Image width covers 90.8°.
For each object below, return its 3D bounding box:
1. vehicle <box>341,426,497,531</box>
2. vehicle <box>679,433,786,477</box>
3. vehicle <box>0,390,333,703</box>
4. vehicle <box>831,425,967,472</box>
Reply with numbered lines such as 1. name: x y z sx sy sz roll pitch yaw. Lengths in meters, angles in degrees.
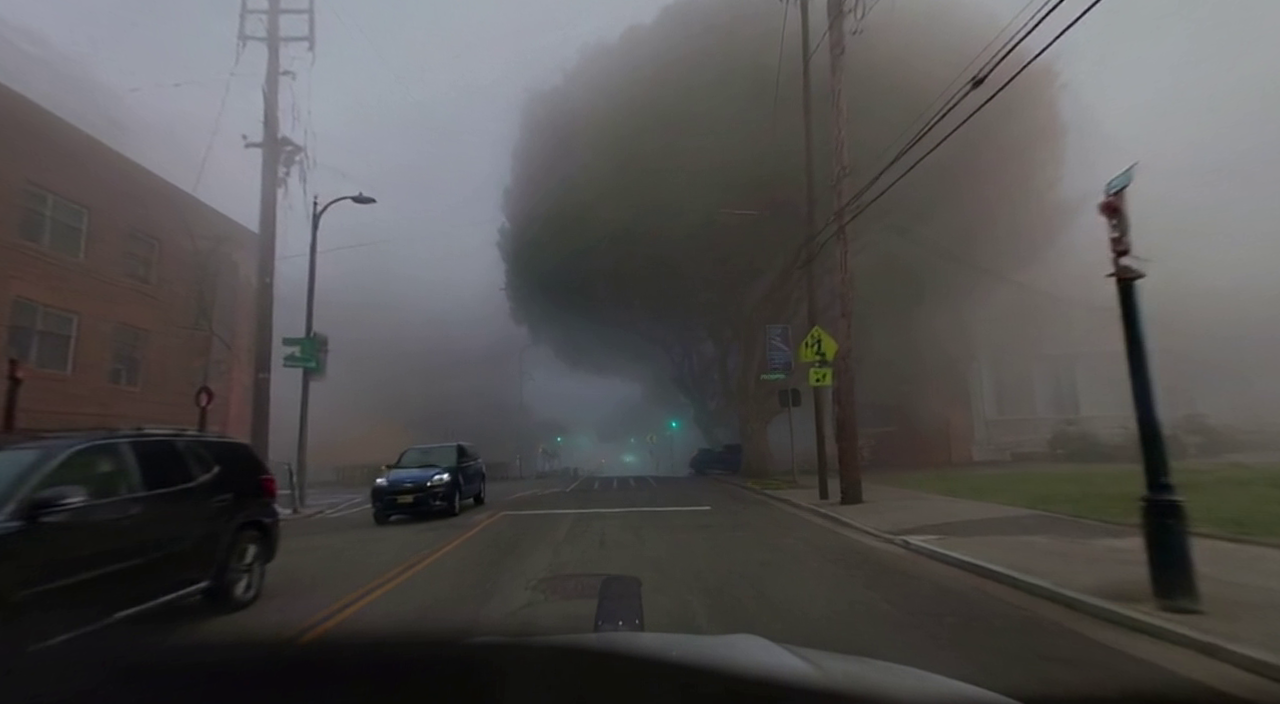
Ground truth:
1. vehicle: -4.453 2.575 13.560 1.918 1.823 4.536 0 -8 -3
2. vehicle: 3.877 4.284 26.550 3.994 1.736 2.059 4 -9 -28
3. vehicle: -4.551 1.262 4.319 2.236 1.834 4.743 -1 -8 4
4. vehicle: 11.426 4.317 28.262 5.167 1.895 2.140 -2 -8 8
